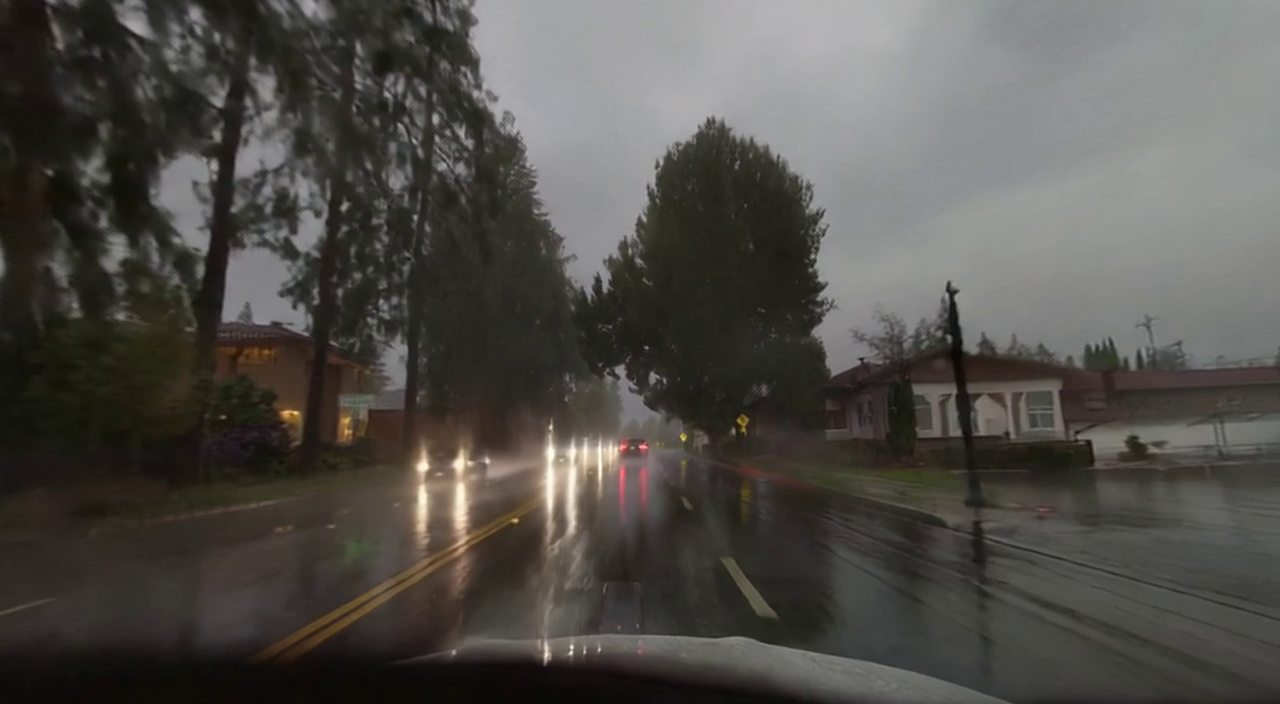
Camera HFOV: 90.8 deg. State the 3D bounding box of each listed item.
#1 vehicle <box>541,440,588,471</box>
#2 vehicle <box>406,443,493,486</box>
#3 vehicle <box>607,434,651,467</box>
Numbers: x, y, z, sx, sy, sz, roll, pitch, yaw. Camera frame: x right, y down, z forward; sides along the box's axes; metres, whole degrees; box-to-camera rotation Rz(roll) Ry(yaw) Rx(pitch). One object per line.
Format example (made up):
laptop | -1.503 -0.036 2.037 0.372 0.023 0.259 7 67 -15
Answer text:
vehicle | -4.215 5.878 36.065 2.115 1.638 4.098 0 -9 1
vehicle | -7.969 4.746 27.010 2.211 1.608 4.942 -1 -9 0
vehicle | -0.617 6.176 39.596 2.554 1.902 5.329 0 -9 1
